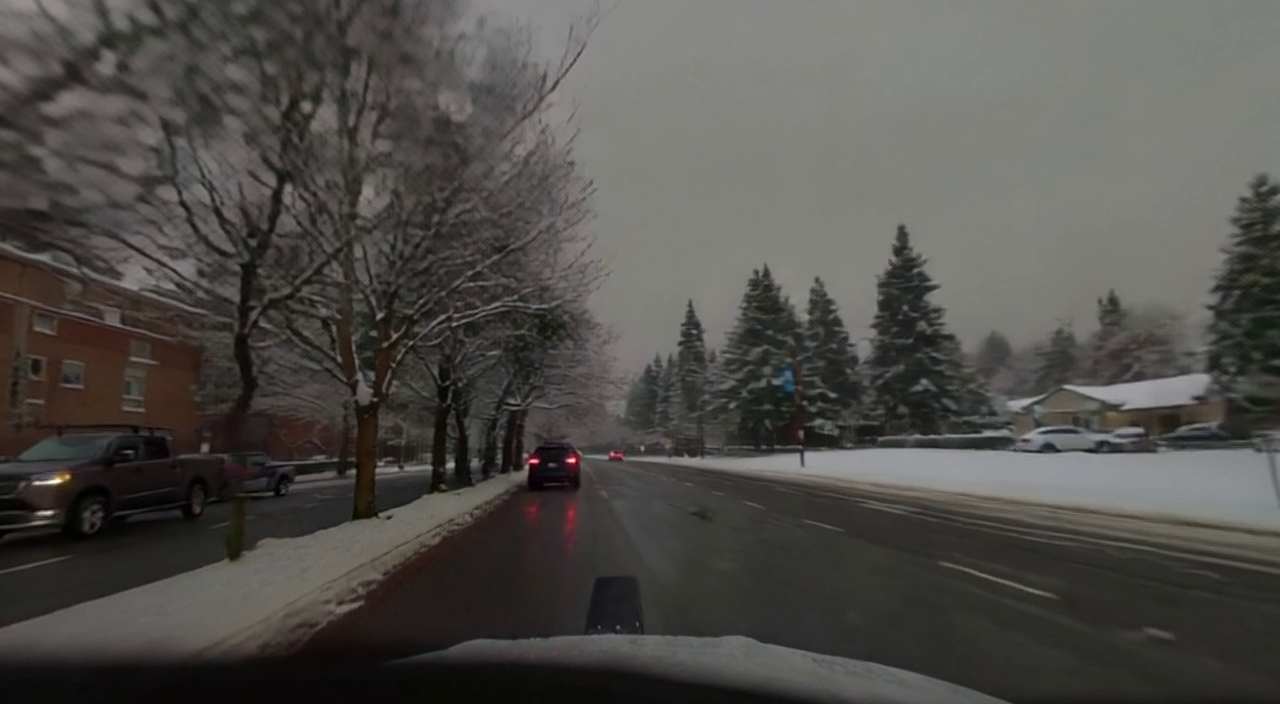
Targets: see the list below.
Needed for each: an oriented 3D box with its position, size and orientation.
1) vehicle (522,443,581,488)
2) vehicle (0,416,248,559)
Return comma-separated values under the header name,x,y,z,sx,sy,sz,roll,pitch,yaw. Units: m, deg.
name,x,y,z,sx,sy,sz,roll,pitch,yaw
vehicle,-3.410,4.427,25.052,2.093,1.591,4.247,1,-9,-5
vehicle,-9.995,2.379,11.896,2.386,2.101,4.923,1,-9,-6
